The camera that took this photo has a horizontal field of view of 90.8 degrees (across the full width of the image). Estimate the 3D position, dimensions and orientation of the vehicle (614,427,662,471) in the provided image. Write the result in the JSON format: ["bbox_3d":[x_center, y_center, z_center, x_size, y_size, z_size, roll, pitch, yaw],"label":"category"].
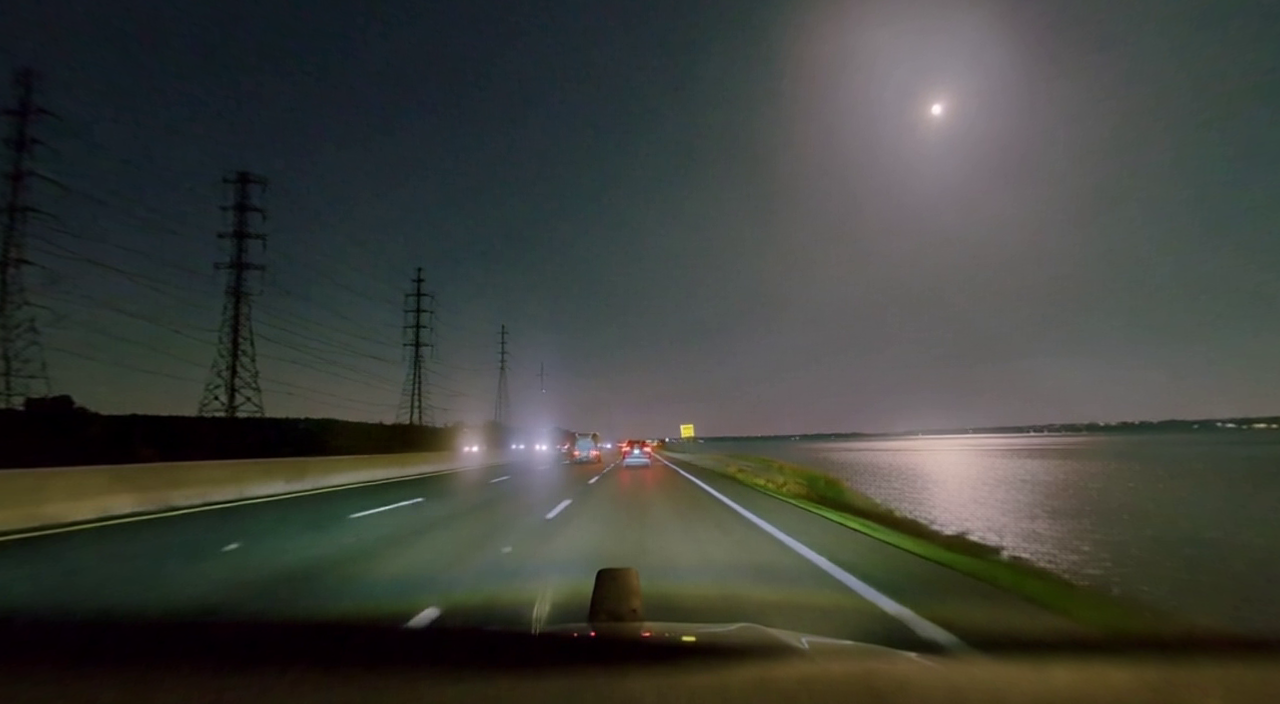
[{"bbox_3d":[-0.105,5.152,33.700,2.358,2.144,4.713,0,-8,0],"label":"vehicle"}]

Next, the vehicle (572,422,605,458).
[{"bbox_3d":[-3.793,6.547,46.928,2.178,2.522,2.054,0,-8,1],"label":"vehicle"}]
